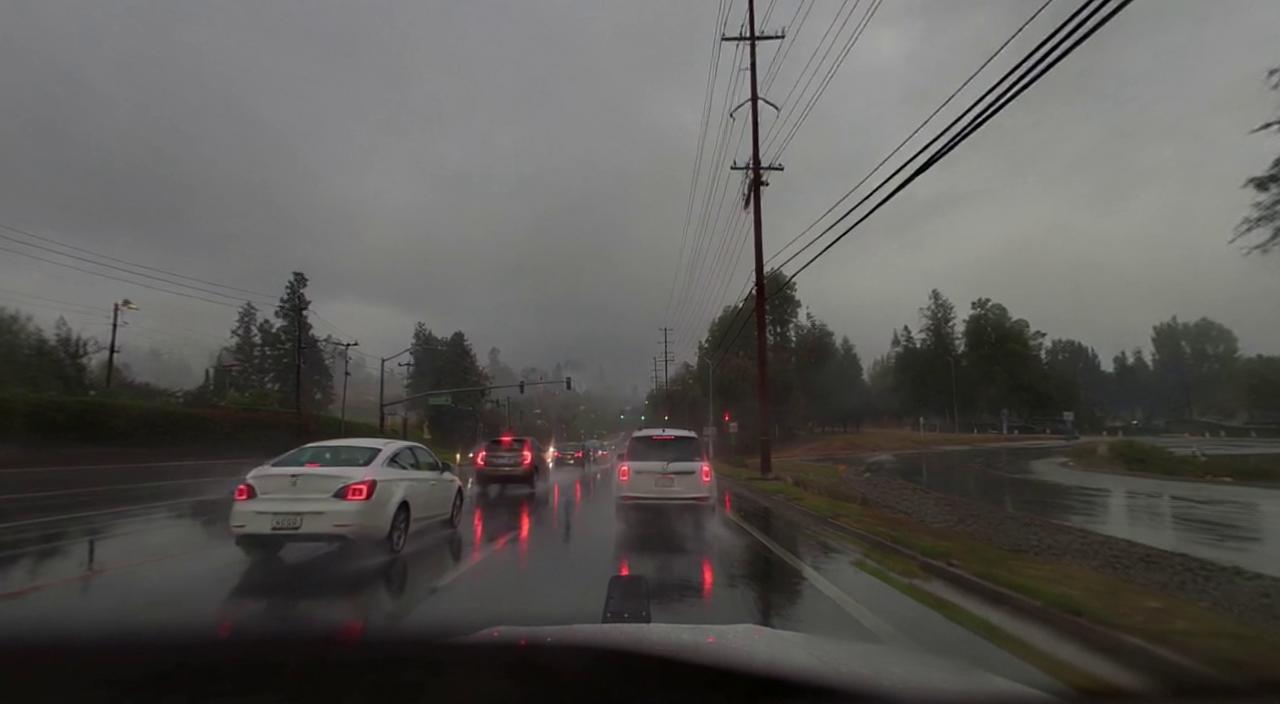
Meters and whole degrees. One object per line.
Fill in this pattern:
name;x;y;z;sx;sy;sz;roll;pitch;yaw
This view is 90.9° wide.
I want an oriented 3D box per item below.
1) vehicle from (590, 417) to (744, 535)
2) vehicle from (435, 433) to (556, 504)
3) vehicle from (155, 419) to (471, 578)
vehicle;0.436;2.087;11.116;2.205;1.691;3.937;0;-9;1
vehicle;-3.634;3.038;16.846;2.018;1.621;4.441;-1;-9;2
vehicle;-3.806;1.765;8.346;1.999;1.563;4.007;0;-9;0
